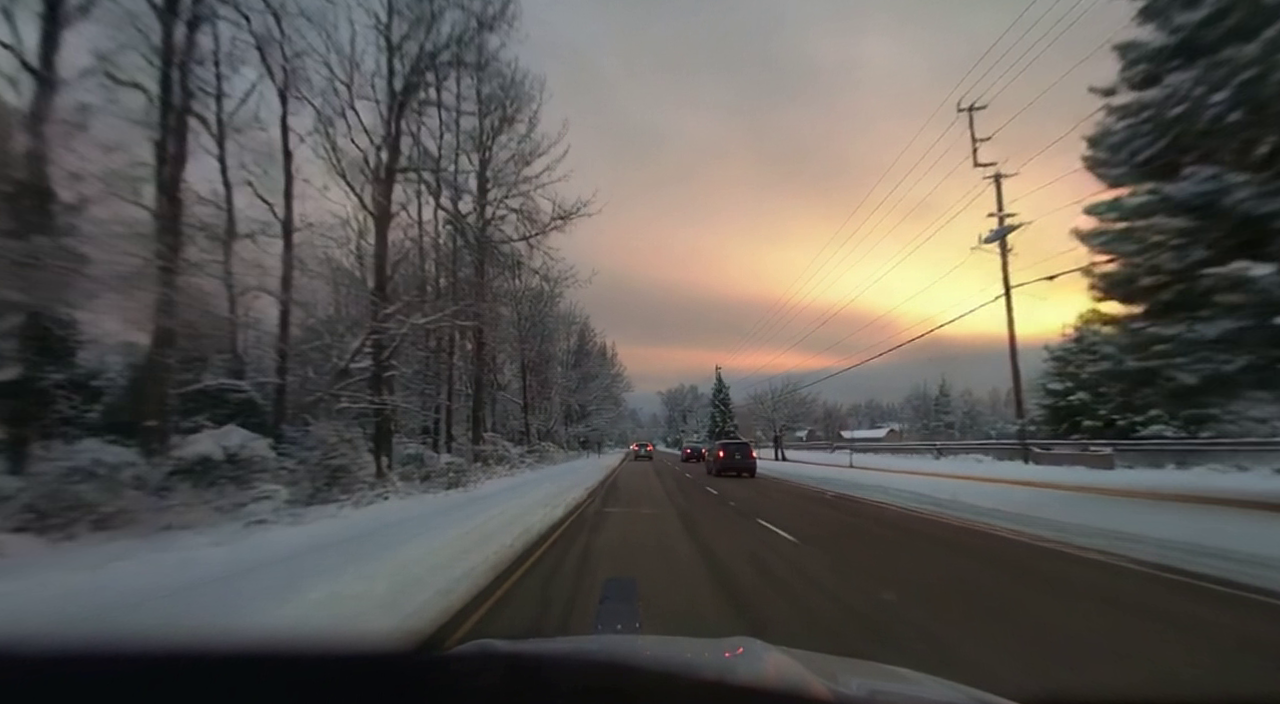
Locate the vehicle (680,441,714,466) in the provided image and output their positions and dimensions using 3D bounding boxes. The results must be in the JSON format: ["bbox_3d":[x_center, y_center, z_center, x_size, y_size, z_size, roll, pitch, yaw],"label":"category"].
[{"bbox_3d":[4.017,7.223,44.879,2.012,1.653,4.115,0,-9,0],"label":"vehicle"}]

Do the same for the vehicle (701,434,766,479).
[{"bbox_3d":[4.081,4.685,28.453,2.112,1.825,4.574,0,-9,-1],"label":"vehicle"}]
